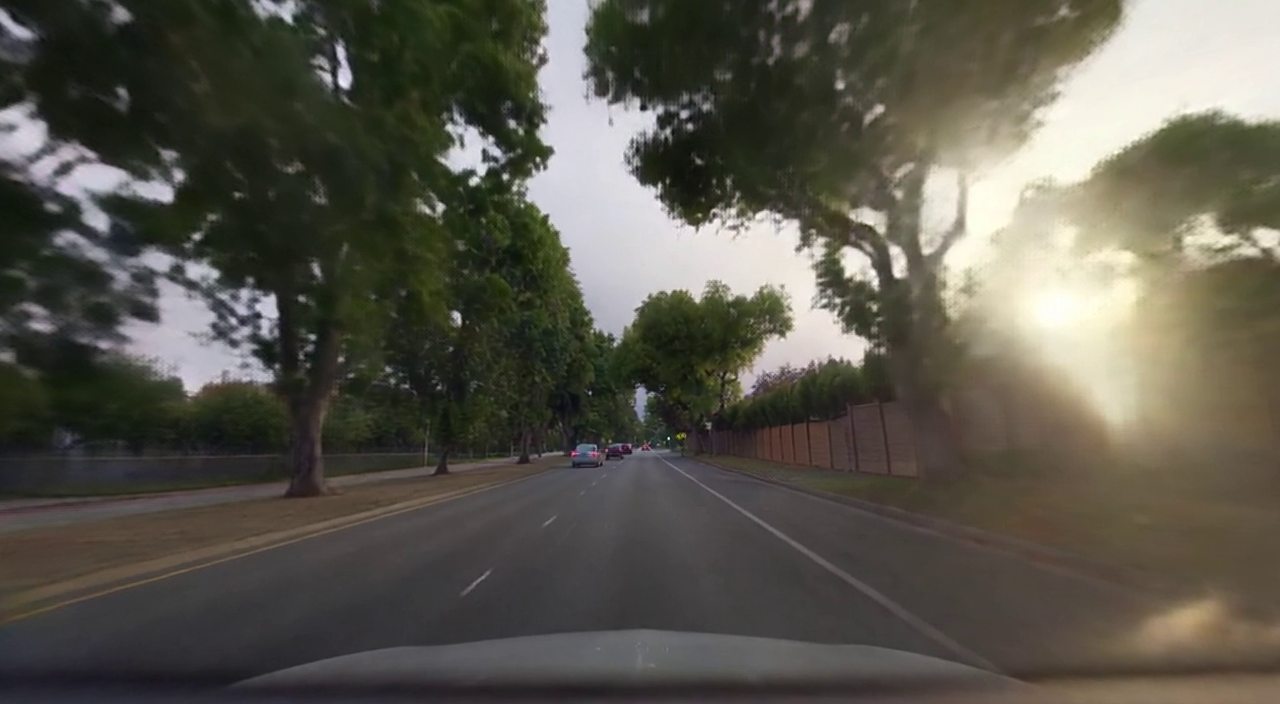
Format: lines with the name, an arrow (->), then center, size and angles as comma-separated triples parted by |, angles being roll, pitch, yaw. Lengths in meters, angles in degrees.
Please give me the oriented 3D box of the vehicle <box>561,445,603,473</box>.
vehicle -> -3.140, 5.867, 34.796 | 1.870, 1.431, 4.317 | 0, -8, 1
